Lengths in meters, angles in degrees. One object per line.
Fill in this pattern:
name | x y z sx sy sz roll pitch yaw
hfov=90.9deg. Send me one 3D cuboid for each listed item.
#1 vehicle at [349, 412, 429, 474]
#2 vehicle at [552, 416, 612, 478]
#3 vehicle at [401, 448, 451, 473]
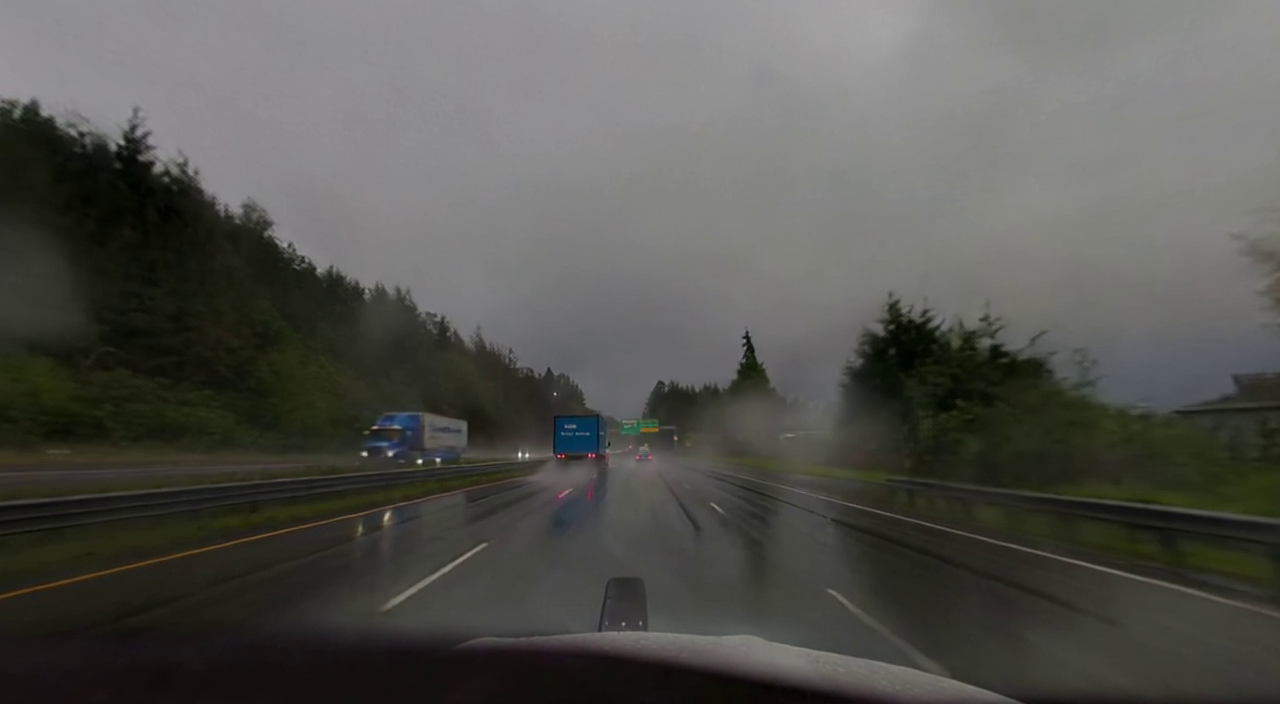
vehicle | -17.255 6.320 43.743 3.012 3.971 5.873 0 -9 0
vehicle | -3.147 5.445 36.070 2.695 3.151 6.885 0 -9 0
vehicle | -13.130 6.664 38.825 1.777 1.473 3.648 0 -9 1
